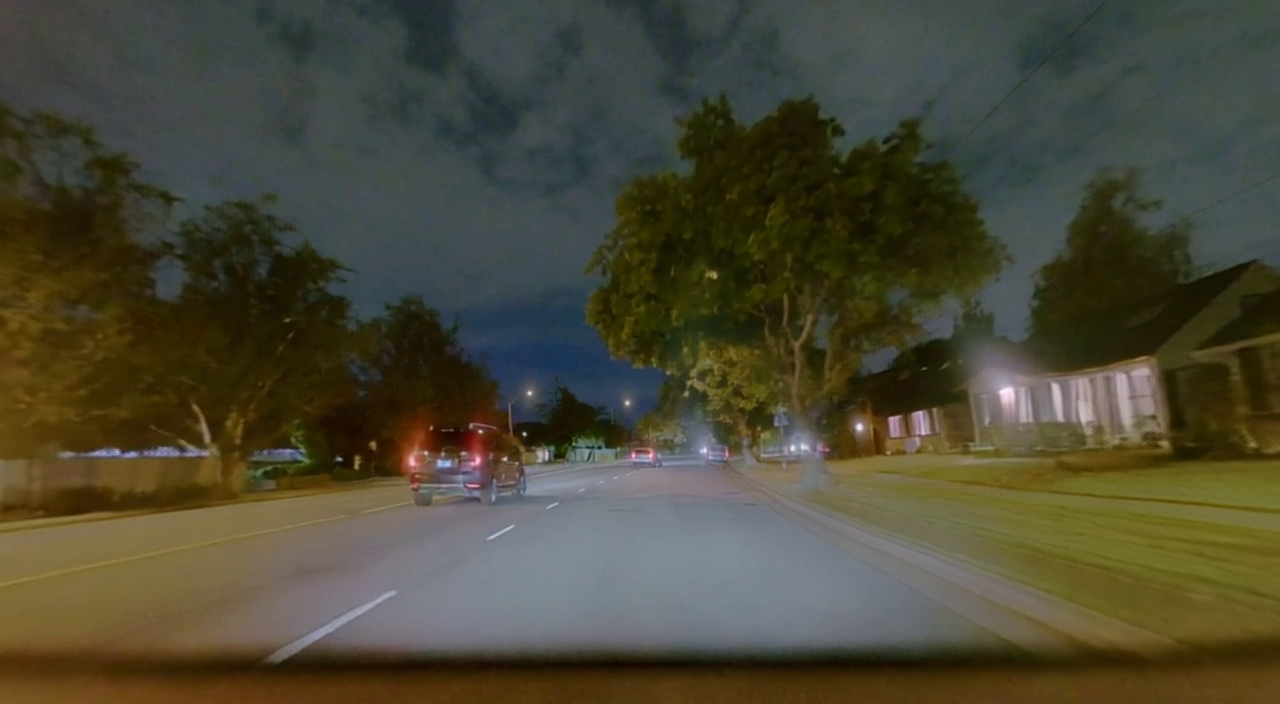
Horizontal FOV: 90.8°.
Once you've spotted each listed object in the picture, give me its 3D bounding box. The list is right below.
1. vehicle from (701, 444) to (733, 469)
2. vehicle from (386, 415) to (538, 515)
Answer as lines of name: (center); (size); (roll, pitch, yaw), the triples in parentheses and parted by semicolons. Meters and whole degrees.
vehicle: (5.523, 7.399, 44.840); (2.040, 1.643, 4.446); (-1, -9, 9)
vehicle: (-4.159, 2.756, 15.894); (2.085, 2.084, 5.133); (-1, -8, 3)
